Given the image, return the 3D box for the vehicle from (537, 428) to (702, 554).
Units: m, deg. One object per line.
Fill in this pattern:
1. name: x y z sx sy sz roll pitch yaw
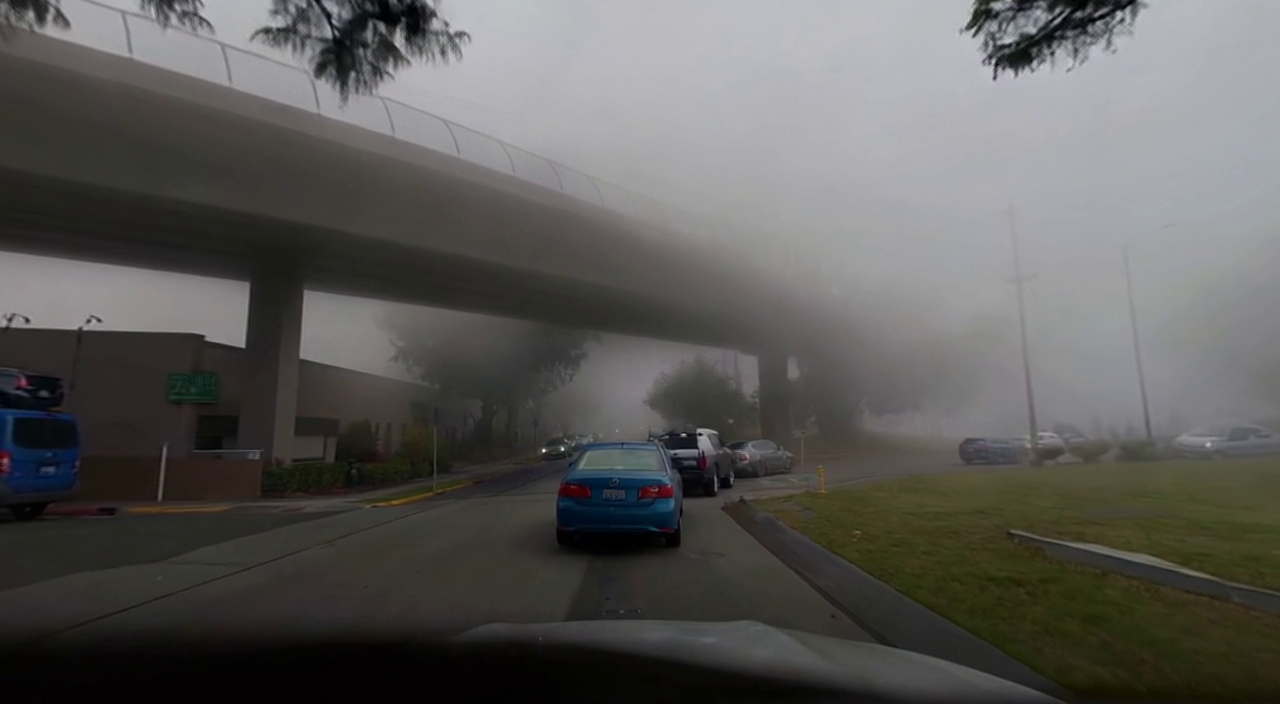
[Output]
1. vehicle: -0.181 2.110 10.391 2.087 1.578 4.652 0 -9 2

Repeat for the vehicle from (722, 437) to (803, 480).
1. vehicle: 5.584 4.743 28.441 1.995 1.762 4.310 -6 -10 33

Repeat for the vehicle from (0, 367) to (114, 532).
1. vehicle: -13.500 1.779 11.483 5.356 2.762 2.644 0 -9 0
